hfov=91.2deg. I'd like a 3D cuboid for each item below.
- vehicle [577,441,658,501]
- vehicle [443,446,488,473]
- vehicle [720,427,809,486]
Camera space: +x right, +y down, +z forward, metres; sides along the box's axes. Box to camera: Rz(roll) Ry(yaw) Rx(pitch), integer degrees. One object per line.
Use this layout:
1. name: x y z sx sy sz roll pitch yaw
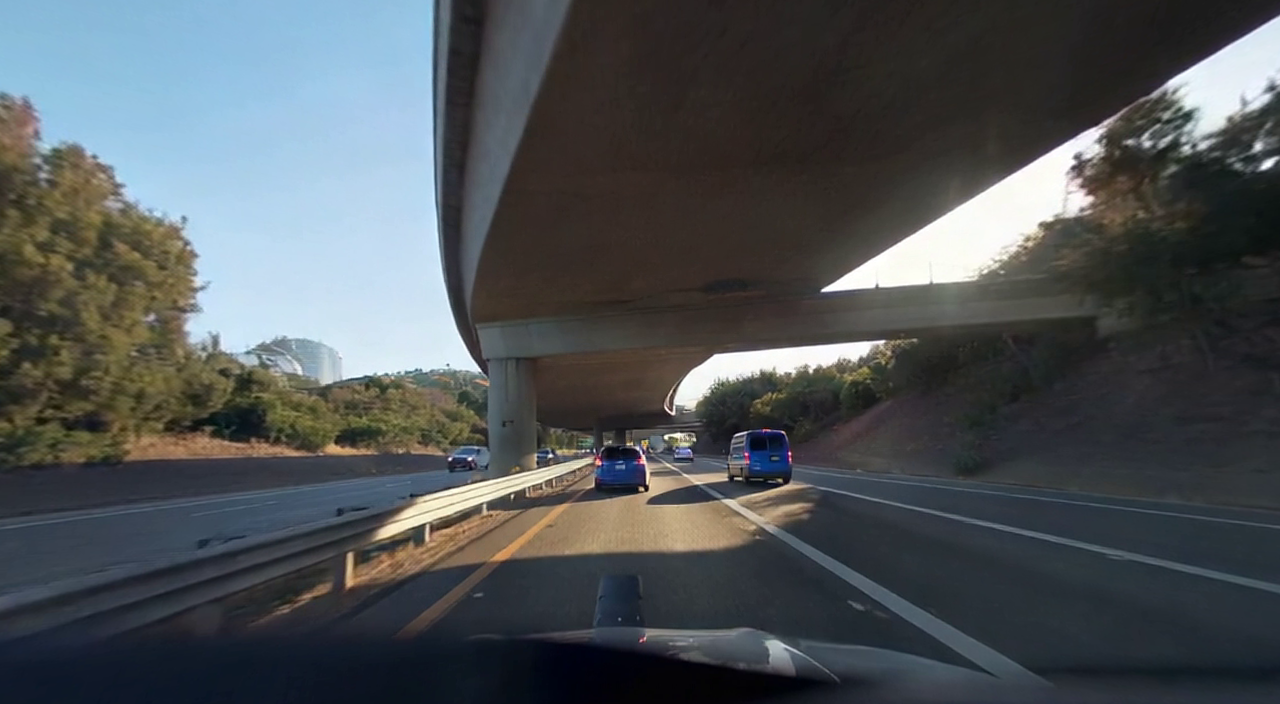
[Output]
1. vehicle: -0.572 3.278 17.671 2.029 1.483 3.769 0 -9 0
2. vehicle: -12.563 7.775 45.493 1.979 1.807 4.353 0 -9 0
3. vehicle: 4.509 3.892 23.567 2.261 1.952 4.784 0 -9 -1
